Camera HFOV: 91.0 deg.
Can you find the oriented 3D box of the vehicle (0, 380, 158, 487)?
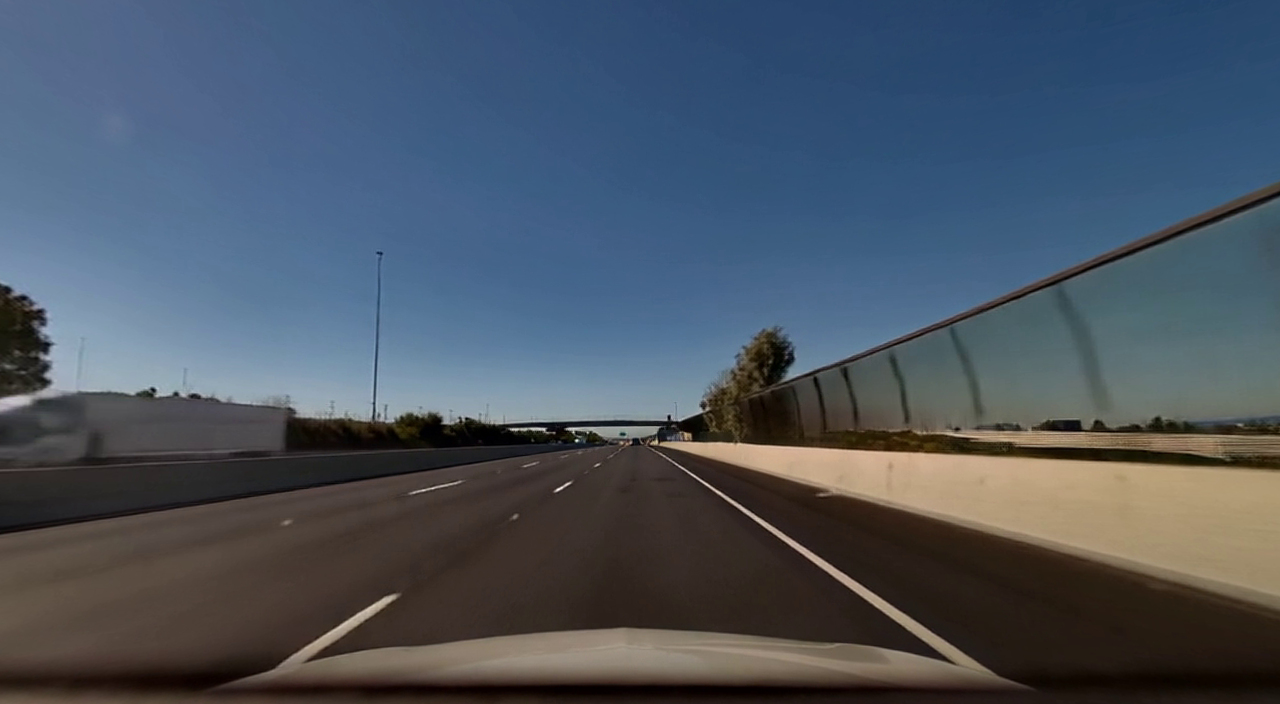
[{"bbox_3d":[-24.000,3.392,26.139,2.998,3.902,5.999,0,-8,0],"label":"vehicle"}]
